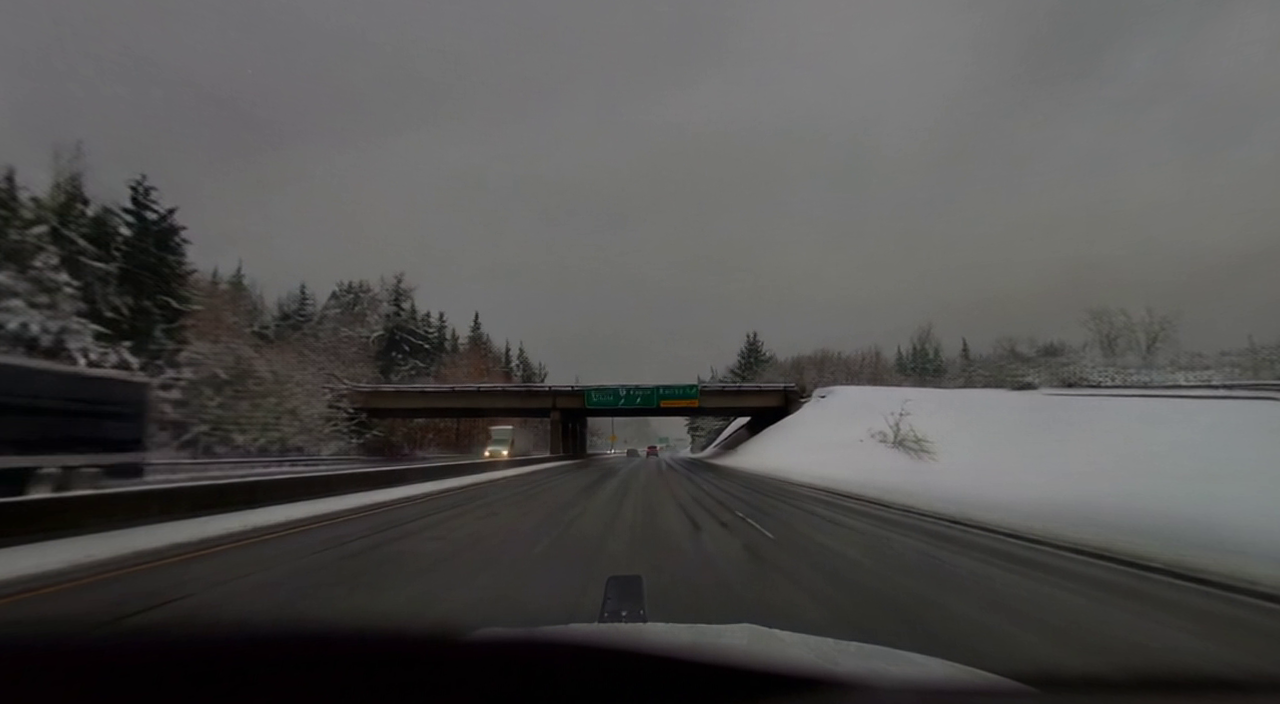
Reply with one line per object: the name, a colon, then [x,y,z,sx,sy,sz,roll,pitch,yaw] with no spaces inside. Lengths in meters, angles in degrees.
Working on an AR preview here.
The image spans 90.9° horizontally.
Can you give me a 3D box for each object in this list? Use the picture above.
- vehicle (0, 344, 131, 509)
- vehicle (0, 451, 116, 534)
vehicle: [-17.145,1.269,11.774,2.886,3.974,14.639,0,-9,1]
vehicle: [-12.543,2.586,11.624,1.800,1.470,4.577,0,-9,0]
